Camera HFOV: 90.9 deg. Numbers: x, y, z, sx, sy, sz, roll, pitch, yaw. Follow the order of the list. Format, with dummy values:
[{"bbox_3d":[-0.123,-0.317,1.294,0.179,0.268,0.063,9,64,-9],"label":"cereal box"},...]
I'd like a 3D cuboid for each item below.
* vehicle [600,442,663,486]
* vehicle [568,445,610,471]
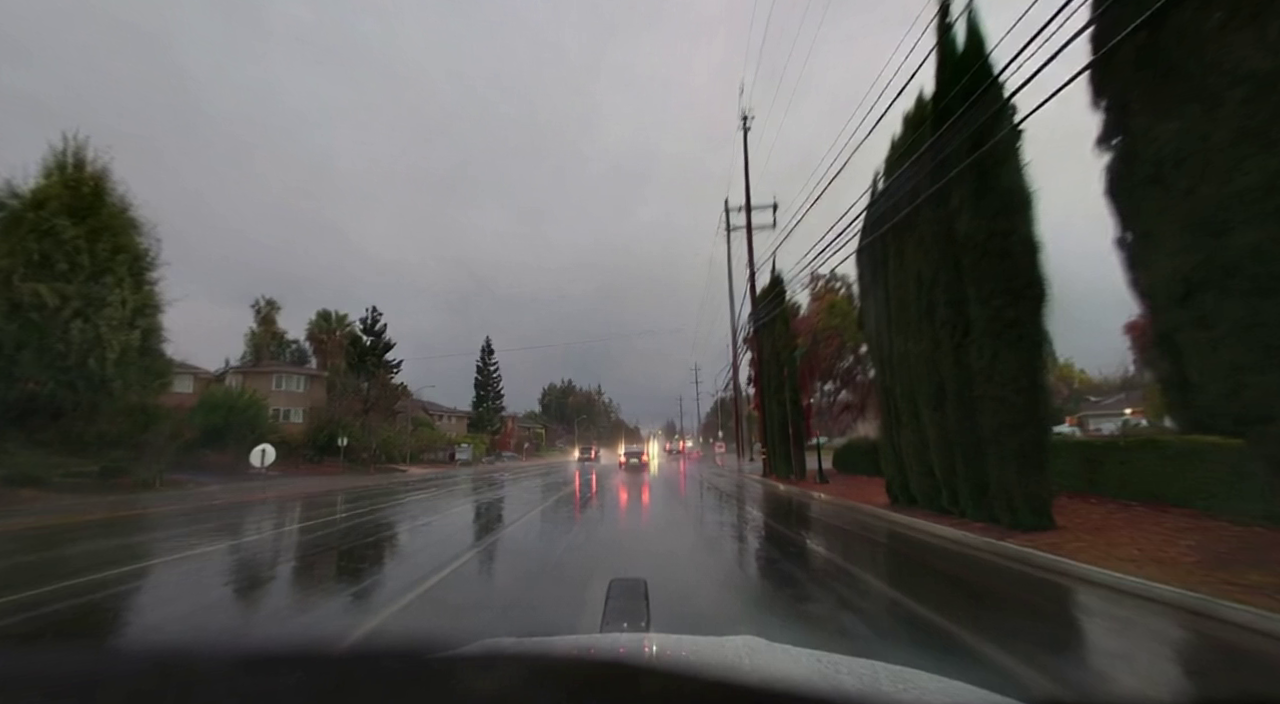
[{"bbox_3d":[-0.220,4.143,23.656,2.117,1.474,4.036,-1,-8,3],"label":"vehicle"},{"bbox_3d":[-3.018,6.357,38.028,1.983,1.485,4.159,-1,-8,3],"label":"vehicle"}]
